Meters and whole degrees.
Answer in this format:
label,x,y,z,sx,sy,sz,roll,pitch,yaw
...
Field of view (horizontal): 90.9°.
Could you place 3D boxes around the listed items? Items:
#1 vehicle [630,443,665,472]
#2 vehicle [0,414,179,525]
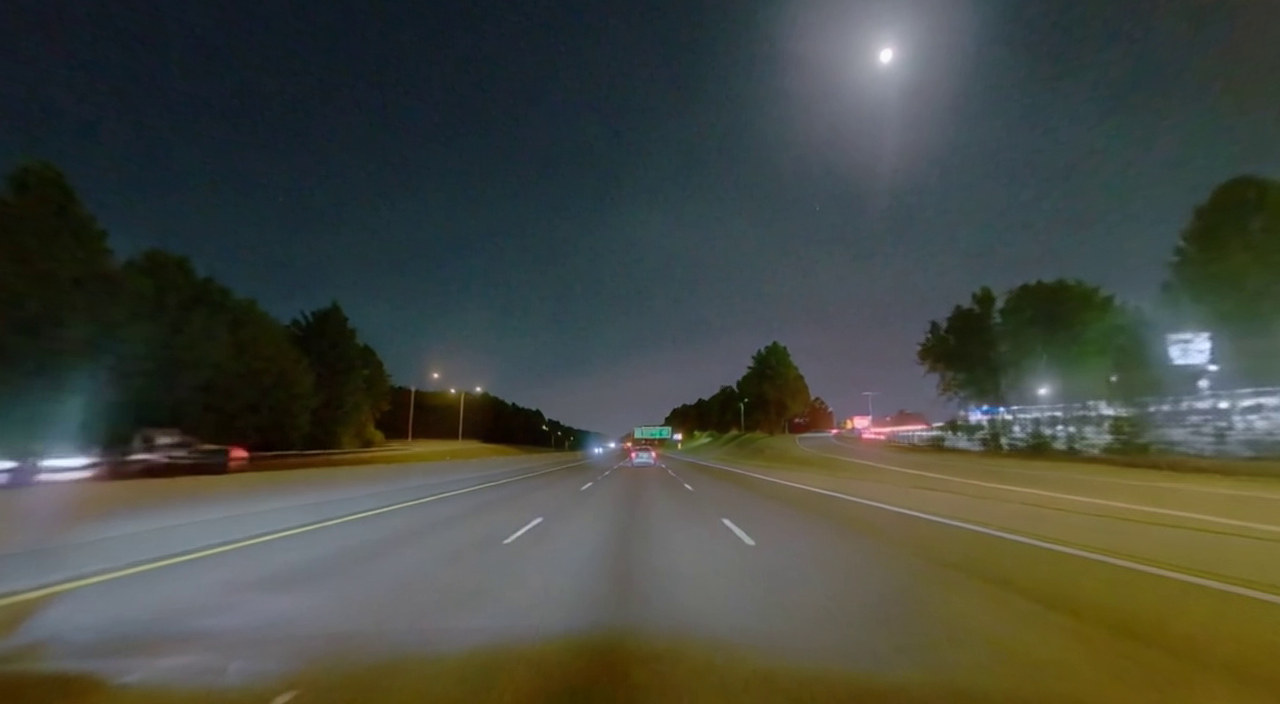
label,x,y,z,sx,sy,sz,roll,pitch,yaw
vehicle,0.477,6.622,39.784,2.087,1.682,4.388,0,-9,0
vehicle,-12.445,2.398,13.142,2.102,1.955,4.656,0,-9,0
